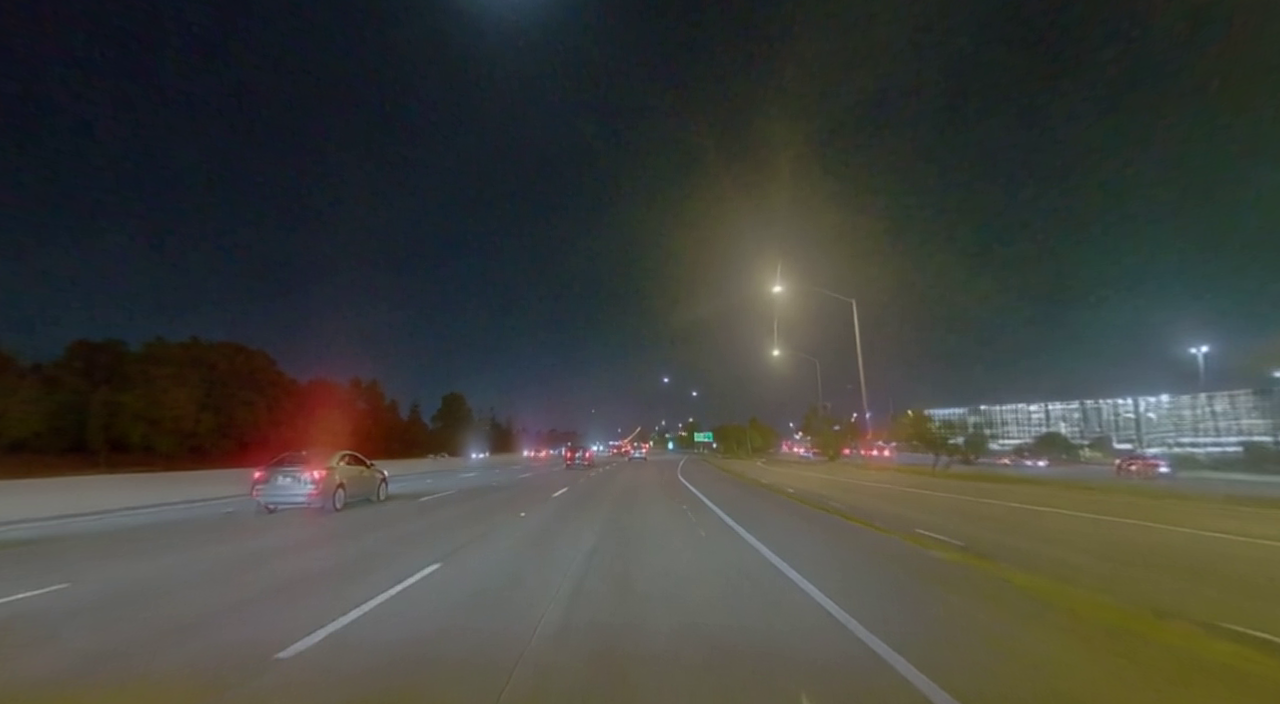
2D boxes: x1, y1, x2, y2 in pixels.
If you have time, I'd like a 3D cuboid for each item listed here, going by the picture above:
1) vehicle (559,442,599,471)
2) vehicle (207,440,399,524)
[{"bbox_3d":[-3.983,6.915,41.880,2.158,1.717,4.375,-1,-8,1],"label":"vehicle"},{"bbox_3d":[-7.745,2.988,15.127,2.071,1.661,4.540,-1,-8,0],"label":"vehicle"}]
